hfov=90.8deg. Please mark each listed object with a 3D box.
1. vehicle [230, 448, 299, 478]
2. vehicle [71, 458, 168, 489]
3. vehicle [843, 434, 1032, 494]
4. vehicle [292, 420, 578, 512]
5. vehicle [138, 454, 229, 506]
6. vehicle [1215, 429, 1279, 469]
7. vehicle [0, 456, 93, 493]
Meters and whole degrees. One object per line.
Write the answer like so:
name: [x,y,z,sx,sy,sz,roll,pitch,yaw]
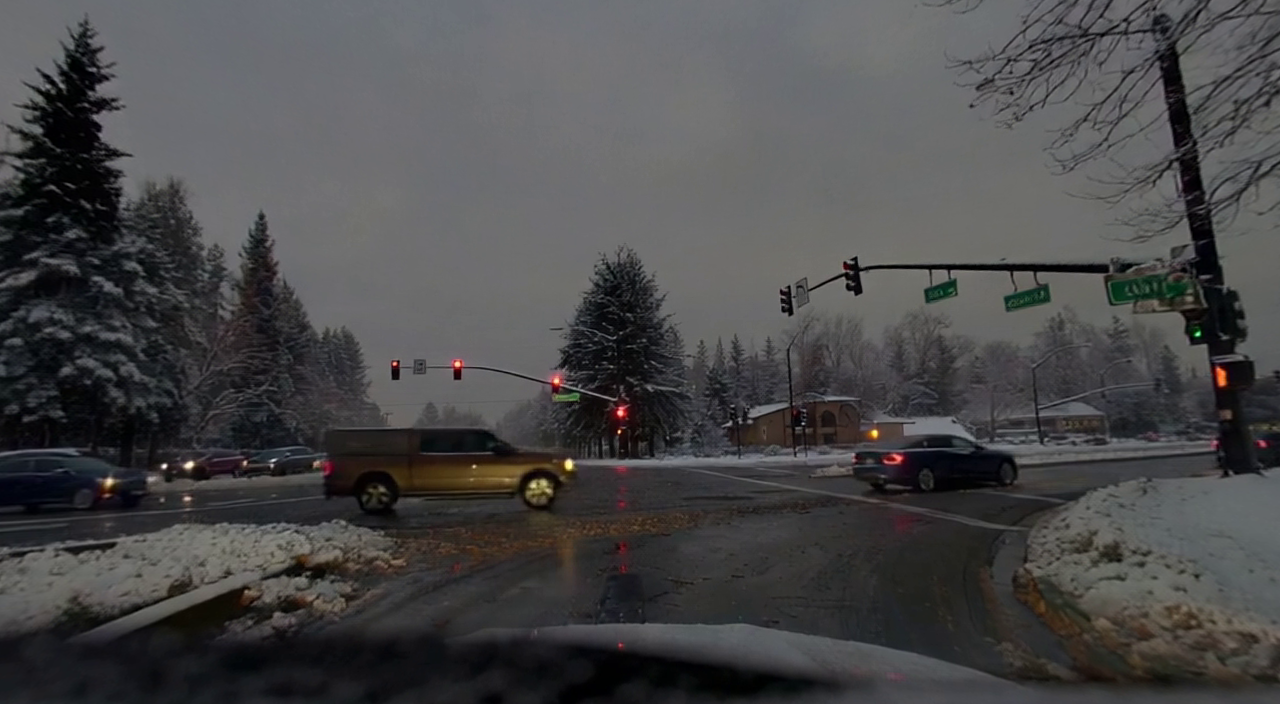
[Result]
vehicle: [-26.317,7.762,44.483,2.213,1.956,5.254,1,-9,-8]
vehicle: [-28.373,6.617,34.635,1.965,1.448,4.553,1,-9,-9]
vehicle: [8.283,3.073,17.641,4.728,1.471,1.957,3,-9,-21]
vehicle: [-4.597,2.639,14.873,5.896,1.937,2.358,-1,-9,6]
vehicle: [-15.256,4.164,21.000,1.999,1.468,4.702,7,-11,-39]
vehicle: [27.303,4.229,27.696,4.281,1.621,1.903,5,-10,-33]
vehicle: [-31.180,6.262,32.642,2.142,1.723,4.692,1,-9,-9]
